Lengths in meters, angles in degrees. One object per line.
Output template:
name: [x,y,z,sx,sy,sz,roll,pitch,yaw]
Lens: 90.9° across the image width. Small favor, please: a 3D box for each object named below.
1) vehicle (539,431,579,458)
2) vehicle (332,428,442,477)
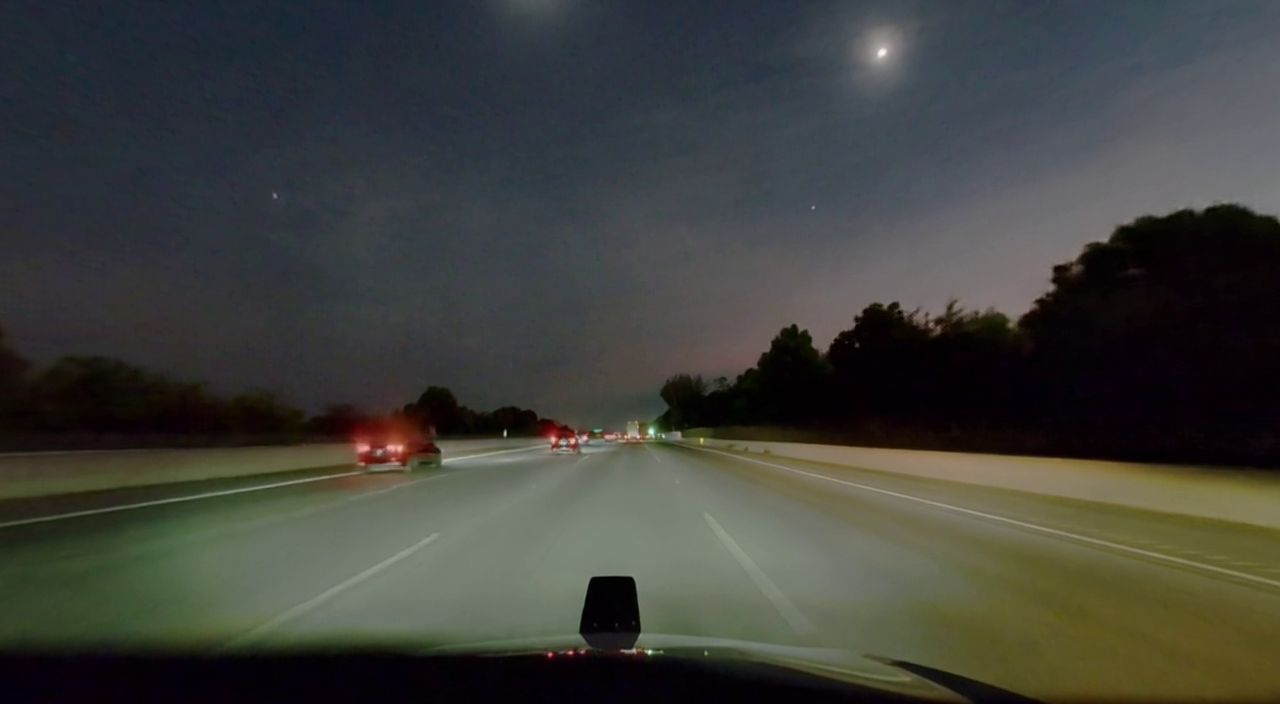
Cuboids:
vehicle: [-4.783,5.521,37.815,1.912,1.495,3.703,0,-7,0]
vehicle: [-8.414,3.347,21.421,1.973,1.470,4.270,0,-7,0]
